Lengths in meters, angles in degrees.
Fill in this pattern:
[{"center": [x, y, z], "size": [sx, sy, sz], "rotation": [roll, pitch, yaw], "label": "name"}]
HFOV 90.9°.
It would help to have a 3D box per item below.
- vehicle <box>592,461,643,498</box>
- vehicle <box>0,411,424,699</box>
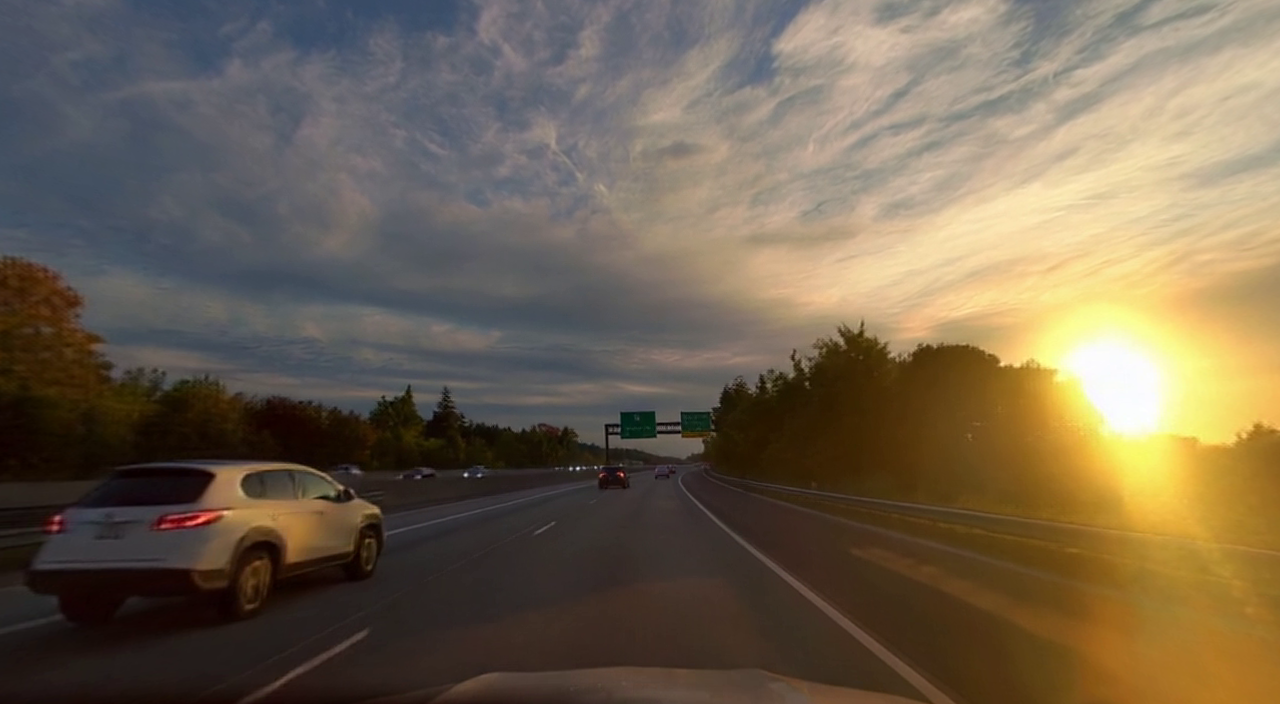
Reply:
[{"center": [-0.979, 5.992, 29.769], "size": [2.000, 1.594, 3.996], "rotation": [1, -11, 4], "label": "vehicle"}, {"center": [-3.958, 1.550, 5.936], "size": [2.063, 1.556, 4.740], "rotation": [1, -11, 1], "label": "vehicle"}]
